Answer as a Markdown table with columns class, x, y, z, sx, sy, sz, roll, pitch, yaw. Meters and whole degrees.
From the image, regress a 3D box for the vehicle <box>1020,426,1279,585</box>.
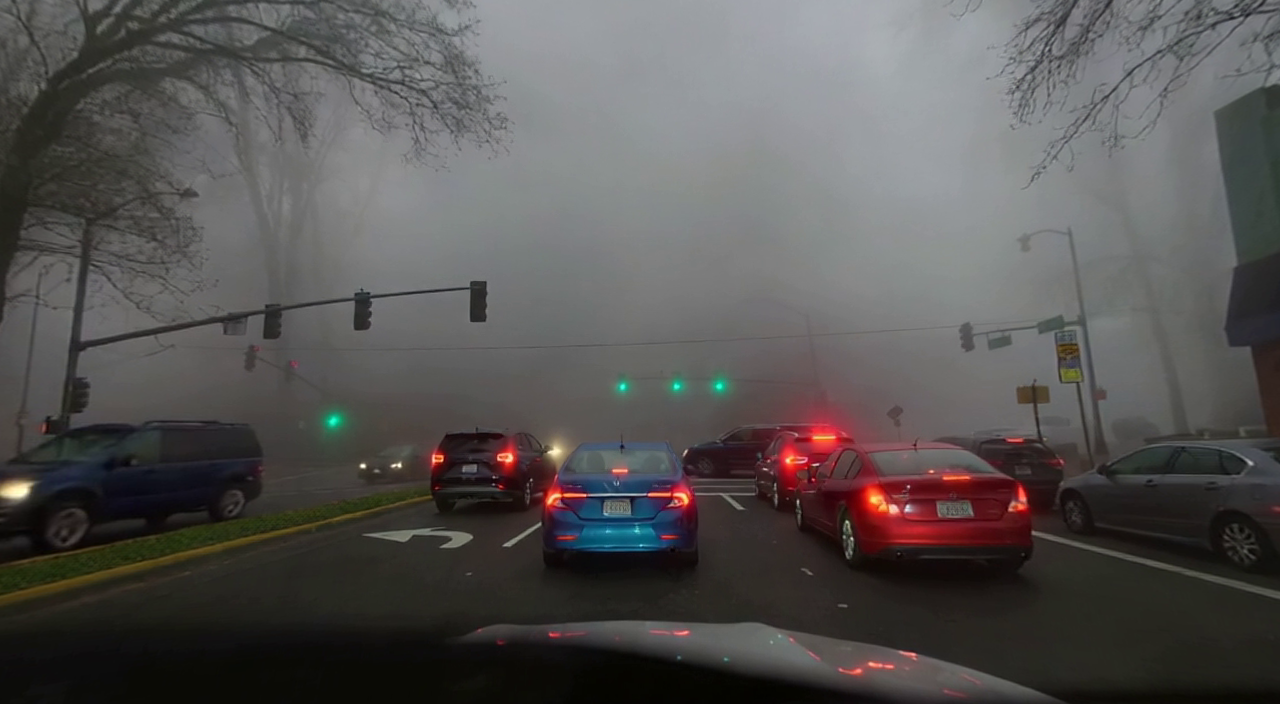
| class | x | y | z | sx | sy | sz | roll | pitch | yaw |
| --- | --- | --- | --- | --- | --- | --- | --- | --- | --- |
| vehicle | 7.148 | 1.731 | 7.824 | 2.004 | 1.508 | 4.646 | 0 | -8 | 0 |

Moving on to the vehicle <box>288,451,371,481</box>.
| class | x | y | z | sx | sy | sz | roll | pitch | yaw |
| --- | --- | --- | --- | --- | --- | --- | --- | --- | --- |
| vehicle | -19.489 | 7.120 | 39.743 | 1.898 | 1.671 | 4.238 | -8 | -12 | 44 |

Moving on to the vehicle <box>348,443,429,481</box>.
| class | x | y | z | sx | sy | sz | roll | pitch | yaw |
| --- | --- | --- | --- | --- | --- | --- | --- | --- | --- |
| vehicle | -12.008 | 5.240 | 30.465 | 1.959 | 1.704 | 4.410 | 0 | -8 | 2 |

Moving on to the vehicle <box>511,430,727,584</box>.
| class | x | y | z | sx | sy | sz | roll | pitch | yaw |
| --- | --- | --- | --- | --- | --- | --- | --- | --- | --- |
| vehicle | -0.181 | 1.800 | 8.165 | 2.098 | 1.477 | 3.897 | 0 | -8 | 1 |

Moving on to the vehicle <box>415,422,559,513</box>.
| class | x | y | z | sx | sy | sz | roll | pitch | yaw |
| --- | --- | --- | --- | --- | --- | --- | --- | --- | --- |
| vehicle | -3.434 | 2.714 | 15.417 | 2.160 | 1.823 | 5.115 | 0 | -8 | 1 |

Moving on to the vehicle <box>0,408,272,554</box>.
| class | x | y | z | sx | sy | sz | roll | pitch | yaw |
| --- | --- | --- | --- | --- | --- | --- | --- | --- | --- |
| vehicle | -8.741 | 2.031 | 10.661 | 2.140 | 1.892 | 4.689 | 0 | -8 | 1 |

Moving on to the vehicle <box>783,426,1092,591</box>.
| class | x | y | z | sx | sy | sz | roll | pitch | yaw |
| --- | --- | --- | --- | --- | --- | --- | --- | --- | --- |
| vehicle | 3.235 | 1.759 | 8.001 | 2.020 | 1.513 | 4.120 | 0 | -8 | 2 |
